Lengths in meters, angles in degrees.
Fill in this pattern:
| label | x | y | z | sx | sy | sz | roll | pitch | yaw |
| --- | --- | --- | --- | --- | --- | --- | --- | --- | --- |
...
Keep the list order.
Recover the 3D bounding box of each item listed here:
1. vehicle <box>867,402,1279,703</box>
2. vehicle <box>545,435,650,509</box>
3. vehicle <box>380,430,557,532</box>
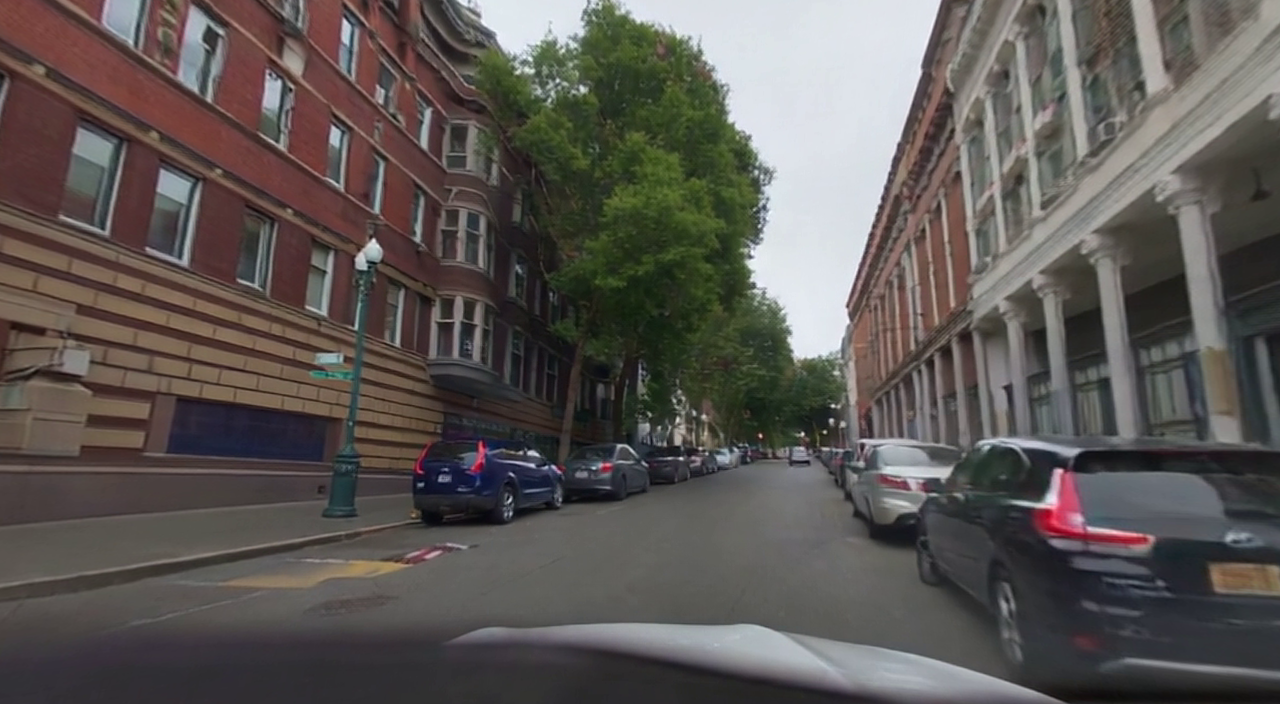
| label | x | y | z | sx | sy | sz | roll | pitch | yaw |
| --- | --- | --- | --- | --- | --- | --- | --- | --- | --- |
| vehicle | 2.874 | 1.211 | 4.277 | 1.925 | 1.481 | 4.653 | -2 | -8 | 13 |
| vehicle | -1.048 | 3.243 | 17.673 | 1.867 | 1.519 | 3.920 | 0 | -4 | 13 |
| vehicle | -2.940 | 2.213 | 11.461 | 1.875 | 1.564 | 2.982 | -2 | -7 | 13 |
